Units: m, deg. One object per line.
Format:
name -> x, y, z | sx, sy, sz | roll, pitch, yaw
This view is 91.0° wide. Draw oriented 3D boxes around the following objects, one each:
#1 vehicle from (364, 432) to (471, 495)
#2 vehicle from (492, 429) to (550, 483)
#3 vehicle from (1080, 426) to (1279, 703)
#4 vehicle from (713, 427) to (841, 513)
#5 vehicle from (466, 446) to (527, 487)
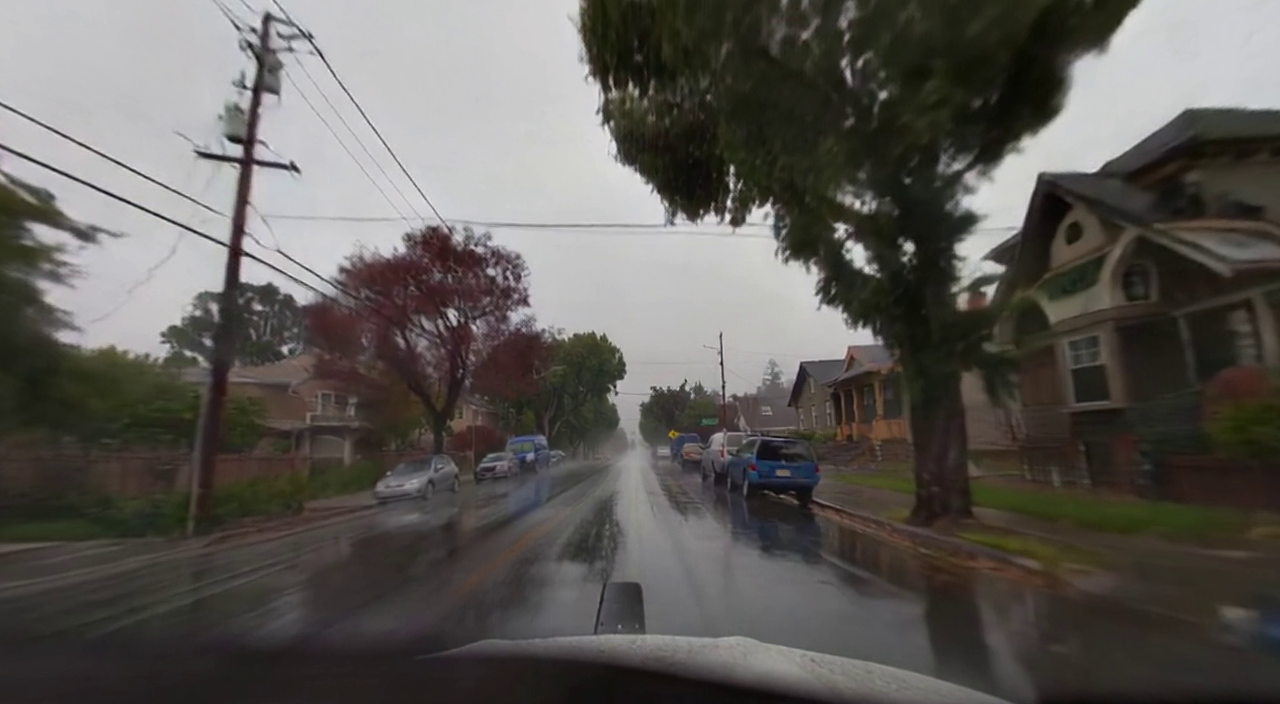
vehicle -> -7.053, 3.505, 20.462 | 1.874, 1.569, 4.318 | 1, -4, 0
vehicle -> -7.222, 6.314, 38.882 | 2.508, 2.712, 5.809 | 0, -4, -1
vehicle -> 3.288, 0.776, 0.764 | 1.990, 1.447, 4.682 | 0, -8, -2
vehicle -> 3.140, 2.807, 15.525 | 2.013, 1.775, 4.570 | 0, -8, -1
vehicle -> -7.166, 5.705, 31.805 | 2.027, 1.563, 4.594 | -2, -5, 0
